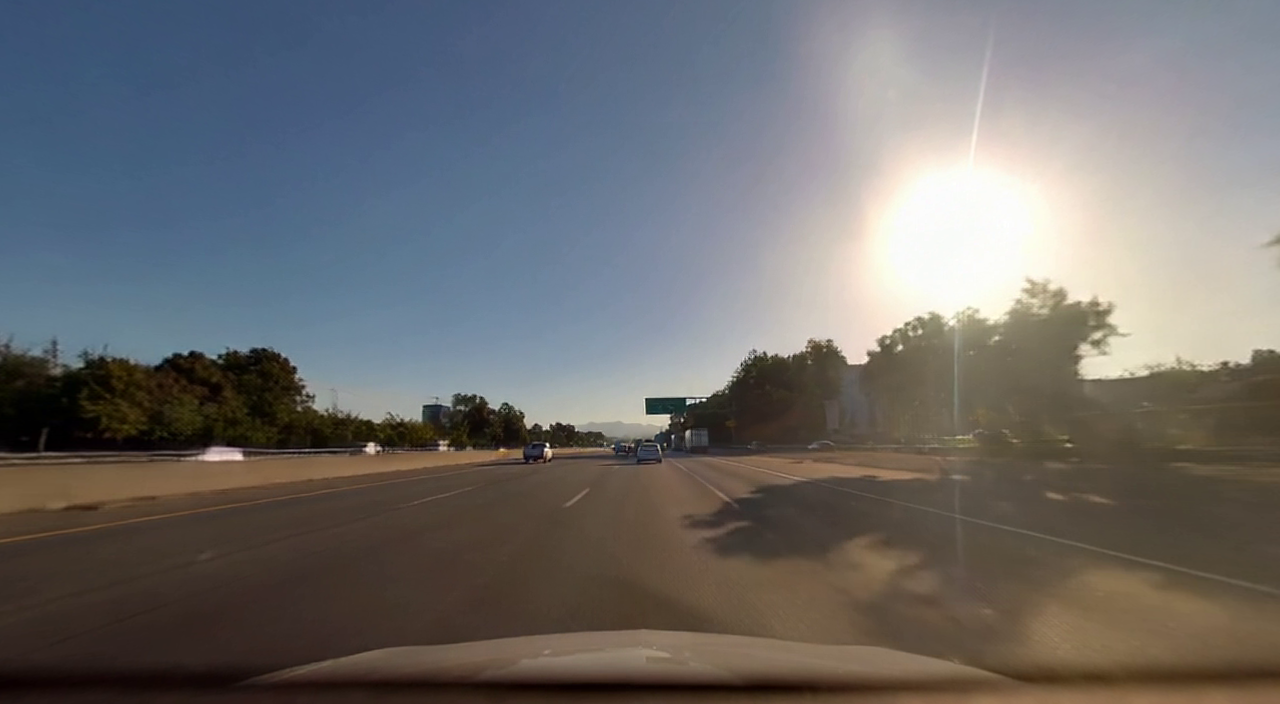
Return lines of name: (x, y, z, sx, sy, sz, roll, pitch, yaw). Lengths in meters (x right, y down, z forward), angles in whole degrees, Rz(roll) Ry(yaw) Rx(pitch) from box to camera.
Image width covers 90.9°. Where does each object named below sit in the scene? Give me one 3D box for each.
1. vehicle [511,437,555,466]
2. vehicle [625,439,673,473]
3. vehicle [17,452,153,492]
vehicle: (-7.208, 6.747, 42.951, 2.093, 1.789, 4.399, 0, -8, 1)
vehicle: (0.398, 4.947, 30.115, 2.112, 1.482, 4.082, 0, -8, 0)
vehicle: (-23.277, 5.025, 26.722, 1.842, 1.450, 4.301, 0, -8, 0)
